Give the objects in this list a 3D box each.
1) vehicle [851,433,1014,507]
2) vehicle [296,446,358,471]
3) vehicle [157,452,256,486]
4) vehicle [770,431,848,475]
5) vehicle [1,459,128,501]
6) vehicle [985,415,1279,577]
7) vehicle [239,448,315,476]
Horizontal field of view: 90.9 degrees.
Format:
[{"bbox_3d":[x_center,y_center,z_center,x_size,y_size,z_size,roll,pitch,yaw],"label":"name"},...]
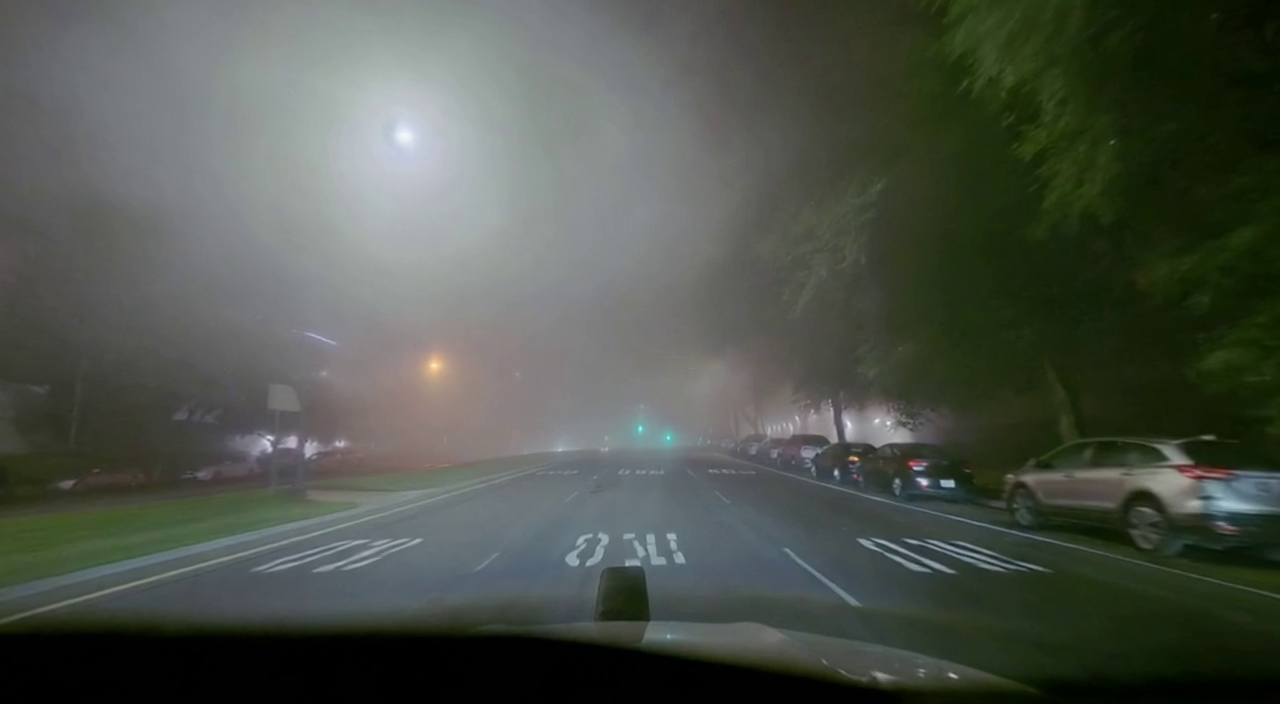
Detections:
[{"bbox_3d":[7.051,2.871,15.841,1.964,1.559,4.533,-1,-8,1],"label":"vehicle"},{"bbox_3d":[-21.890,7.454,44.363,1.827,1.518,4.870,-3,-9,1],"label":"vehicle"},{"bbox_3d":[-22.117,5.944,32.426,1.795,1.415,4.664,-5,-9,0],"label":"vehicle"},{"bbox_3d":[7.086,4.301,27.025,1.963,1.701,5.028,-1,-8,1],"label":"vehicle"},{"bbox_3d":[-22.102,4.888,24.380,1.842,1.312,3.209,-3,-9,1],"label":"vehicle"},{"bbox_3d":[6.978,1.790,8.687,1.877,1.630,4.390,0,-8,-1],"label":"vehicle"},{"bbox_3d":[-22.189,6.695,38.733,1.990,1.525,4.387,-3,-9,1],"label":"vehicle"}]
